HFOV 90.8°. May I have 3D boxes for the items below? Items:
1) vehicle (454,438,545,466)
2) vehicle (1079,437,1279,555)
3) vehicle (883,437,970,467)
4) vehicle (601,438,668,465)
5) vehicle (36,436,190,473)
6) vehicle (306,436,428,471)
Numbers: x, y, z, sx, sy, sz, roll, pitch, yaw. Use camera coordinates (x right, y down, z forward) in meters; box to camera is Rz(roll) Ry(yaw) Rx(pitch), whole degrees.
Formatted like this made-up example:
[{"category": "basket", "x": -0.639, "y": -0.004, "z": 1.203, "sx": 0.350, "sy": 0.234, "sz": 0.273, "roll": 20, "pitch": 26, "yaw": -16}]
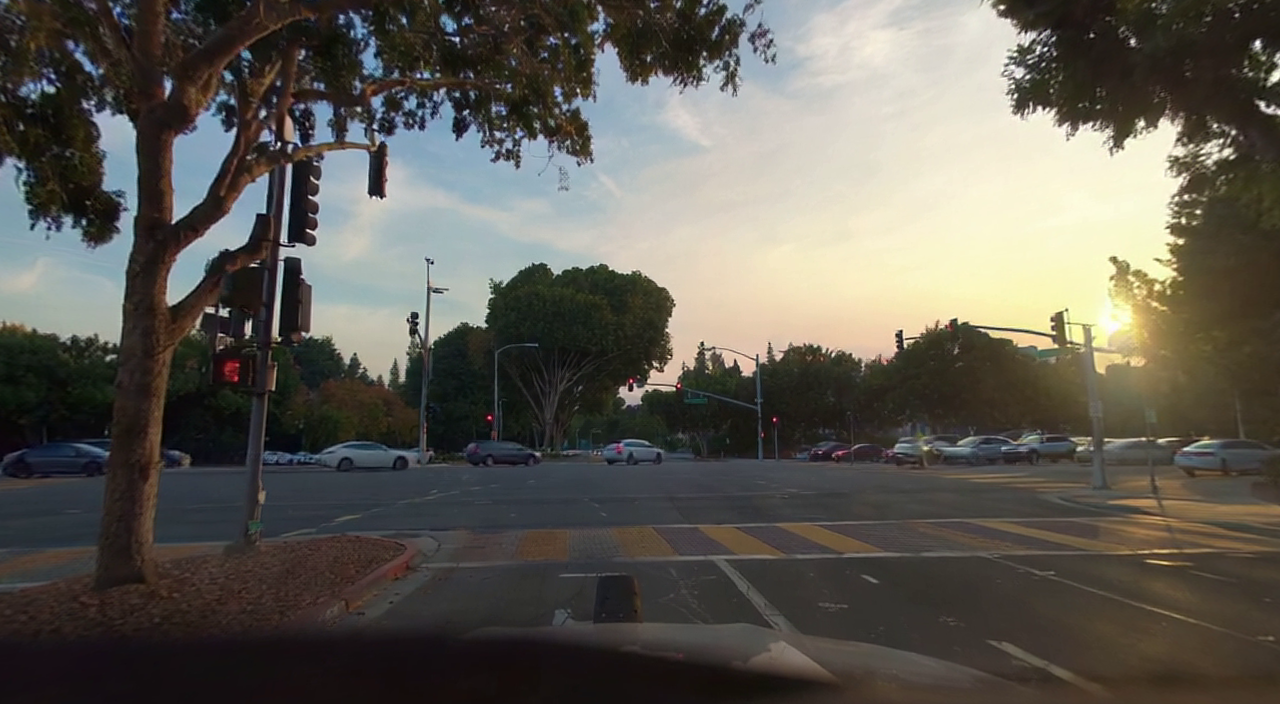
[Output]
[{"category": "vehicle", "x": -8.115, "y": 5.817, "z": 36.924, "sx": 1.922, "sy": 1.485, "sz": 4.912, "roll": -8, "pitch": -12, "yaw": 43}, {"category": "vehicle", "x": 9.273, "y": 2.131, "z": 9.534, "sx": 1.993, "sy": 1.505, "sz": 4.721, "roll": 4, "pitch": -9, "yaw": 0}, {"category": "vehicle", "x": 15.166, "y": 5.314, "z": 33.748, "sx": 1.962, "sy": 1.468, "sz": 4.516, "roll": 2, "pitch": -9, "yaw": -11}, {"category": "vehicle", "x": -0.271, "y": 6.149, "z": 39.120, "sx": 1.896, "sy": 1.544, "sz": 4.331, "roll": -6, "pitch": -11, "yaw": 37}, {"category": "vehicle", "x": -22.489, "y": 4.389, "z": 27.200, "sx": 4.580, "sy": 1.472, "sz": 1.891, "roll": 3, "pitch": -9, "yaw": -18}, {"category": "vehicle", "x": -12.288, "y": 4.578, "z": 28.558, "sx": 4.849, "sy": 1.476, "sz": 1.935, "roll": 4, "pitch": -9, "yaw": -26}]
